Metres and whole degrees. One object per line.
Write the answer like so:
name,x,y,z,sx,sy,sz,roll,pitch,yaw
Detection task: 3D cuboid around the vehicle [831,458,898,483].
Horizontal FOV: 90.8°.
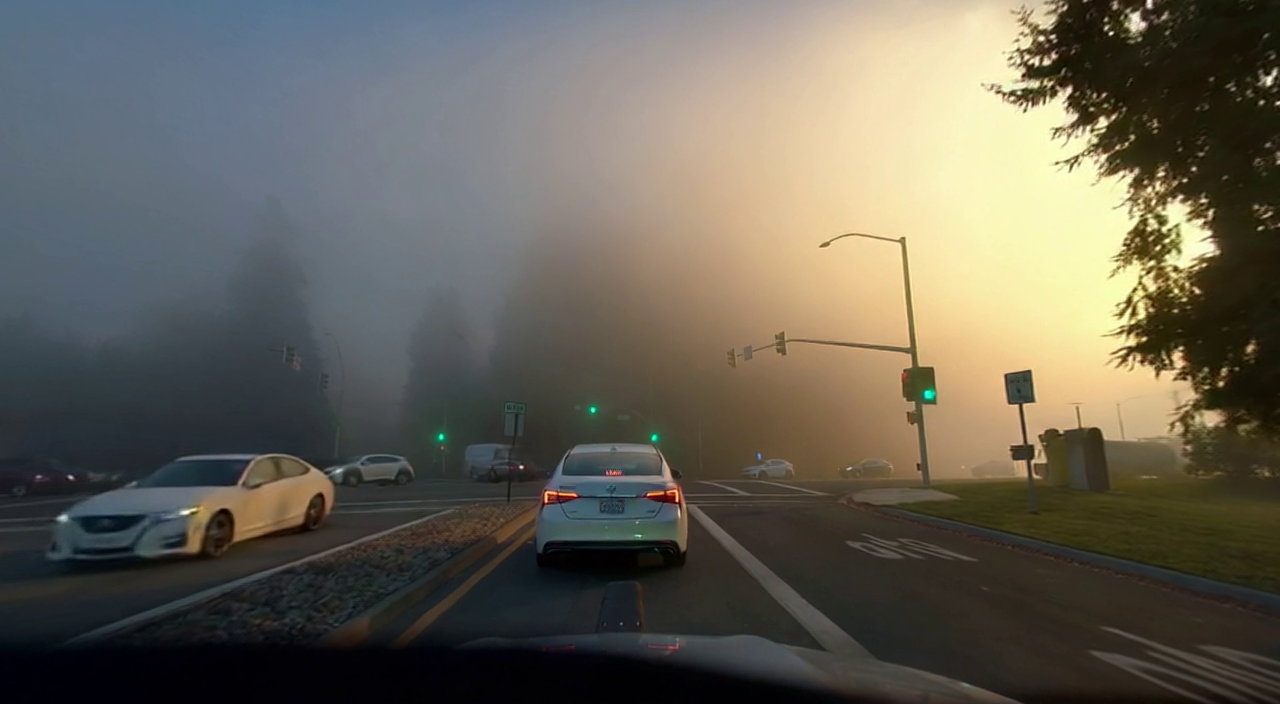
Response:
vehicle,16.464,8.676,46.374,4.337,1.637,1.860,2,-9,-16

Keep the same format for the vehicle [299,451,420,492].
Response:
vehicle,-14.740,6.265,33.311,5.500,2.012,2.201,-2,-9,13

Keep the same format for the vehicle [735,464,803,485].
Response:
vehicle,9.034,8.578,44.368,4.254,1.359,1.895,2,-9,-16

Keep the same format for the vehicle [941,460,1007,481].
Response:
vehicle,25.946,9.160,49.083,4.358,1.471,1.875,2,-9,-16

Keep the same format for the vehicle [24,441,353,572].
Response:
vehicle,-6.488,2.204,9.984,2.078,1.534,4.646,1,-9,-5

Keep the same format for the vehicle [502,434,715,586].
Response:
vehicle,-0.363,1.886,8.462,2.112,1.479,4.264,0,-9,-1
